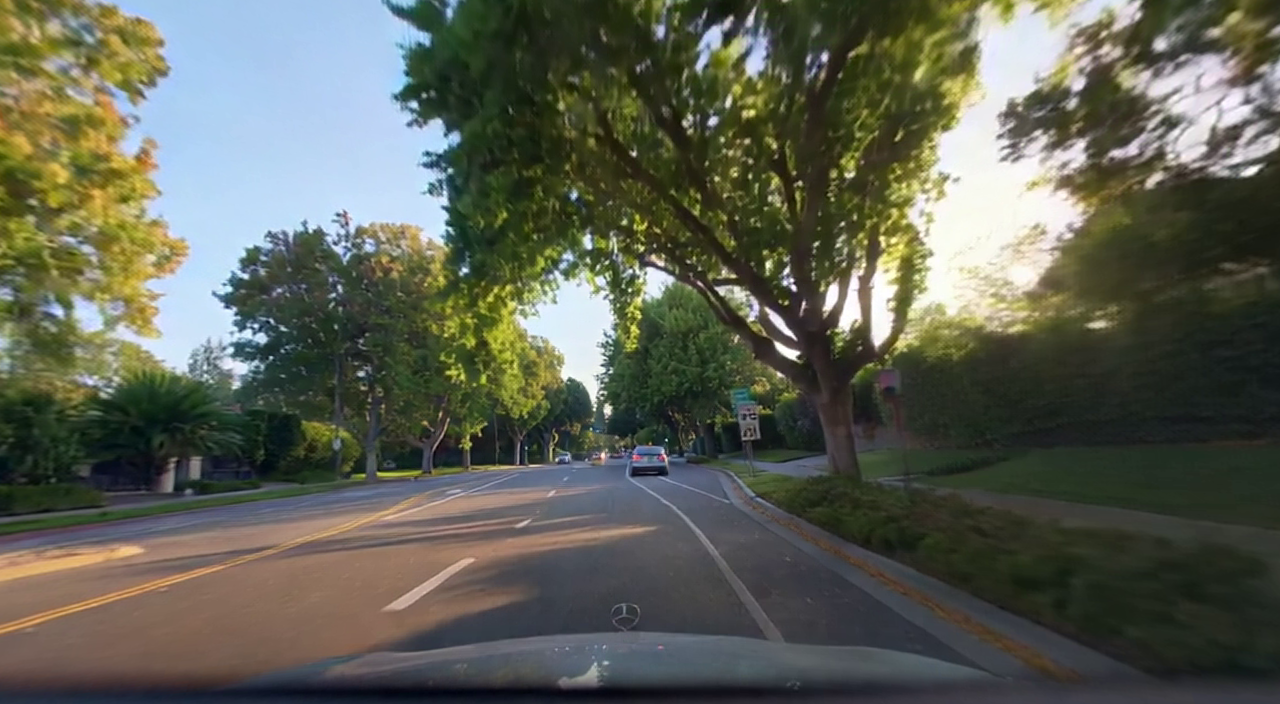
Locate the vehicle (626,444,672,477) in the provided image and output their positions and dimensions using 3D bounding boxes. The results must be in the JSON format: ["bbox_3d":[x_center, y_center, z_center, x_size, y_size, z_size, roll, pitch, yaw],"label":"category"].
[{"bbox_3d":[0.507,5.329,31.273,2.111,1.466,4.223,-1,-9,2],"label":"vehicle"}]
